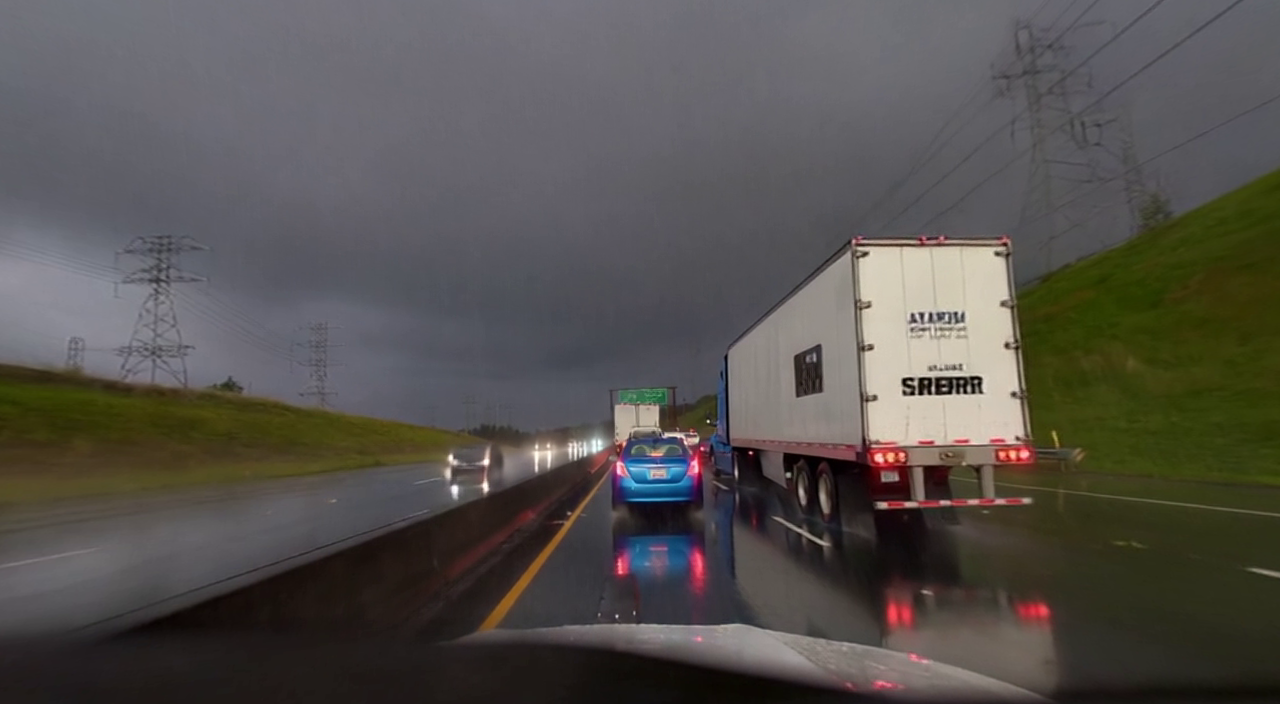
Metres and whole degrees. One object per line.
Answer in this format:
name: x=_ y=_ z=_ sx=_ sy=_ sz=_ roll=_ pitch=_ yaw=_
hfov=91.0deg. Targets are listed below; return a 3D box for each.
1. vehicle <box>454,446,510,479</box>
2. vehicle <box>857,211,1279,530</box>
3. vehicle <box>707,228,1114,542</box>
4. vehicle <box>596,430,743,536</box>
vehicle: x=-8.209 y=5.746 z=33.036 sx=1.848 sy=1.512 sz=4.327 roll=-1 pitch=-8 yaw=0
vehicle: x=8.694 y=1.031 z=14.282 sx=2.845 sy=4.146 sz=12.401 roll=0 pitch=-8 yaw=-1
vehicle: x=4.182 y=1.346 z=15.230 sx=3.138 sy=4.065 sz=14.276 roll=0 pitch=-8 yaw=-2
vehicle: x=0.347 y=2.085 z=10.628 sx=2.045 sy=1.446 sz=3.597 roll=0 pitch=-8 yaw=-2
